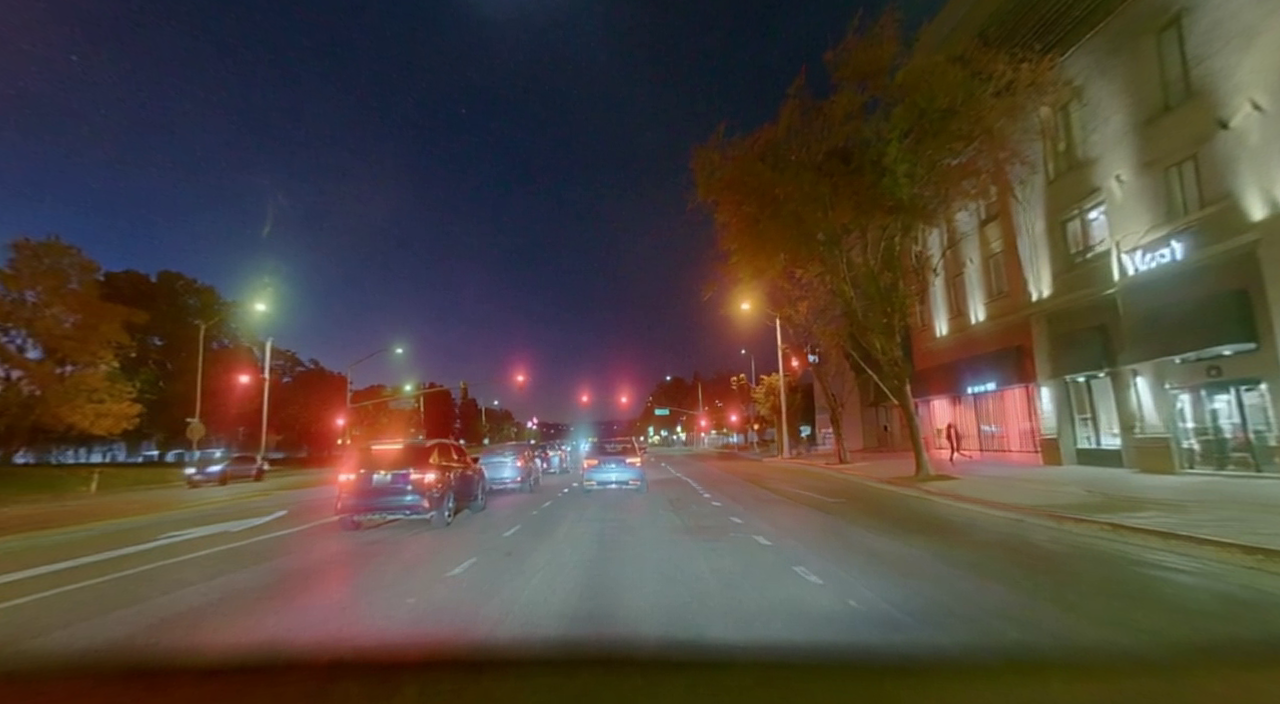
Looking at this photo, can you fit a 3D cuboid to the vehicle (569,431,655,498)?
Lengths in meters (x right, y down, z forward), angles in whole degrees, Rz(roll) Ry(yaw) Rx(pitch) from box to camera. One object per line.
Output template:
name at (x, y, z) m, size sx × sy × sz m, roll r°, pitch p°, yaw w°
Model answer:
vehicle at (-0.688, 2.974, 17.039) m, size 2.042 × 1.555 × 3.912 m, roll 0°, pitch -9°, yaw 0°

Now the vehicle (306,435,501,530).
vehicle at (-4.179, 2.369, 12.139) m, size 2.020 × 1.457 × 4.496 m, roll 0°, pitch -9°, yaw 0°

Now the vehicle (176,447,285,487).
vehicle at (-19.358, 5.425, 30.204) m, size 2.054 × 1.724 × 4.829 m, roll 0°, pitch -9°, yaw -2°

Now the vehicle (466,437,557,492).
vehicle at (-3.785, 3.385, 19.409) m, size 1.950 × 1.487 × 4.130 m, roll 0°, pitch -9°, yaw 0°
